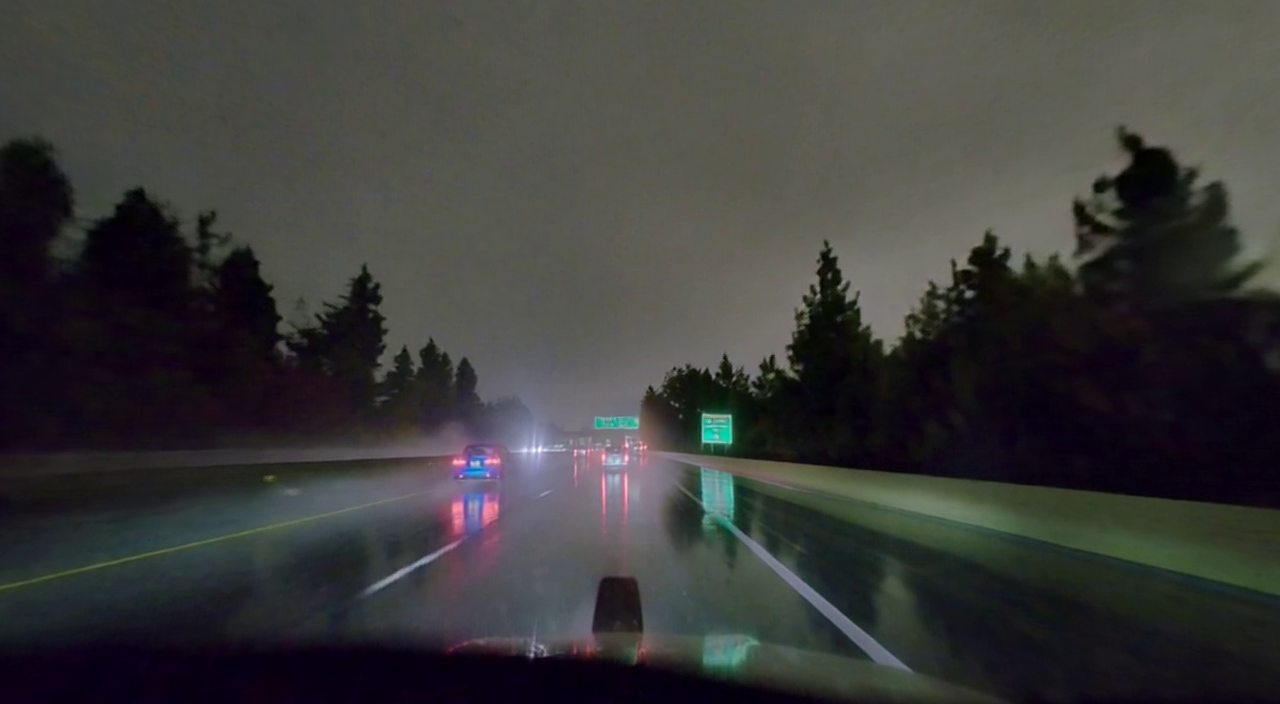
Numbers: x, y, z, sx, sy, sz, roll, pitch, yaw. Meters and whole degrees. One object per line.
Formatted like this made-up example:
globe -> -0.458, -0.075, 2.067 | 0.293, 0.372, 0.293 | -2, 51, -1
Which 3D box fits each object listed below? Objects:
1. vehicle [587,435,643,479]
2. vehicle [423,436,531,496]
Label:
vehicle -> -1.035, 4.478, 26.866 | 2.220, 1.711, 4.056 | 0, -9, -1
vehicle -> -4.859, 3.471, 19.462 | 2.103, 1.588, 4.709 | -1, -9, 0
